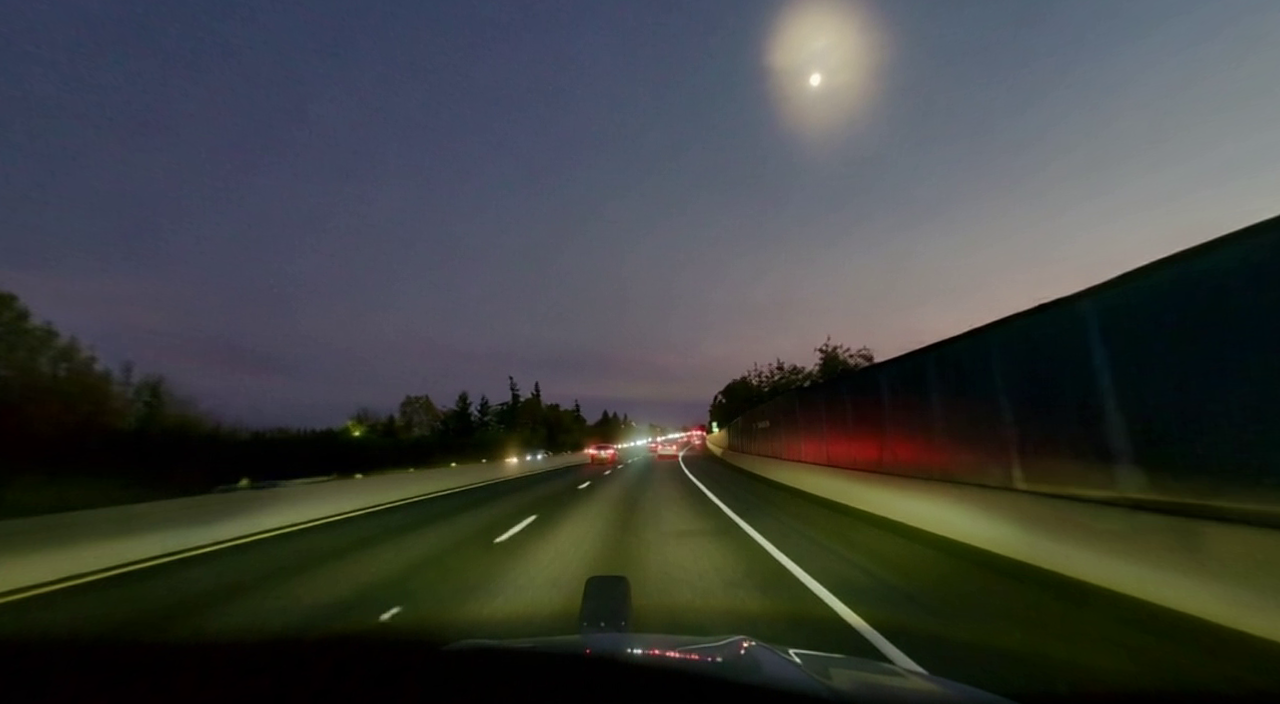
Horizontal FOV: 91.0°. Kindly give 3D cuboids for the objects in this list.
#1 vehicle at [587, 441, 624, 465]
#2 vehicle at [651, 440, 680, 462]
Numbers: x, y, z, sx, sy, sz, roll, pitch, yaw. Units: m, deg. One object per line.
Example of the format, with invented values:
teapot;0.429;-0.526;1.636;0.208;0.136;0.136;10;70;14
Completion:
vehicle;-2.202;6.600;41.360;1.985;1.518;3.847;-1;-8;4
vehicle;1.987;7.479;47.729;2.077;1.533;3.854;-1;-8;3
